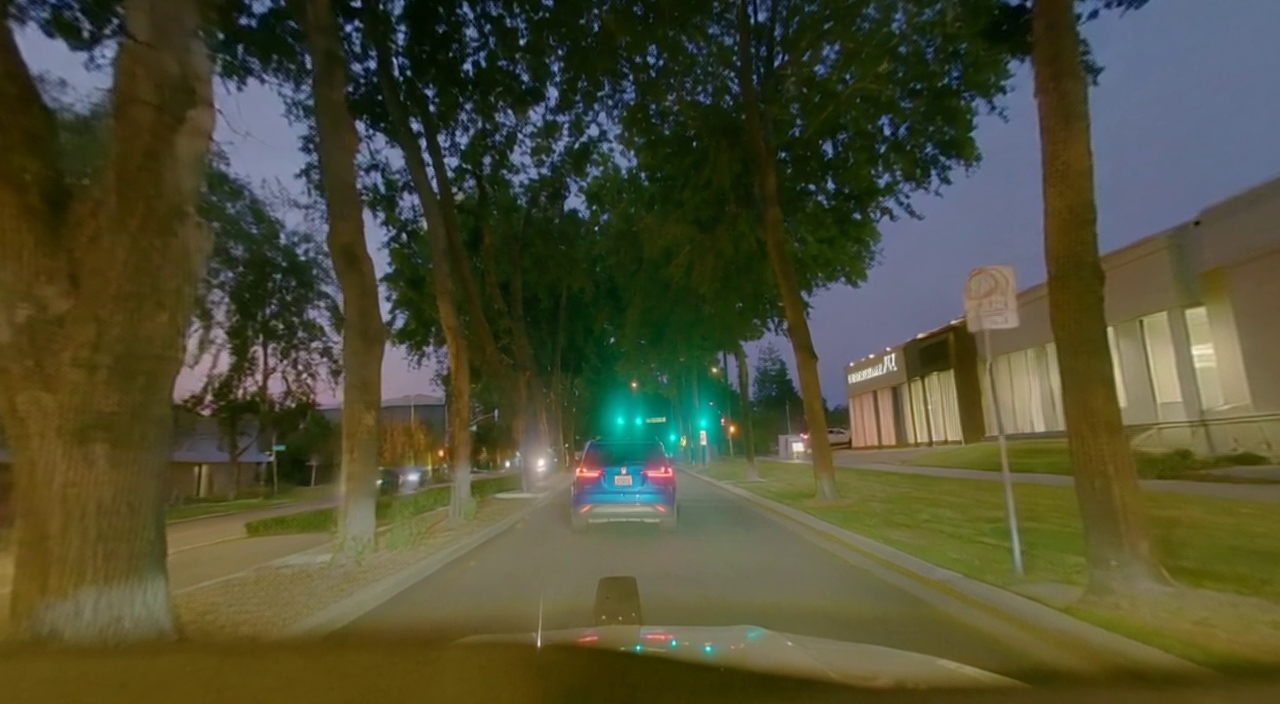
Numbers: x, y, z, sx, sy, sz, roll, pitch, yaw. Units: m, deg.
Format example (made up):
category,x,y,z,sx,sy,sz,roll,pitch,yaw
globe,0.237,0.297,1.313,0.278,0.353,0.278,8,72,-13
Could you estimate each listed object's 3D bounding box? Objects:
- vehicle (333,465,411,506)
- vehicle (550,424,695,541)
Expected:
category,x,y,z,sx,sy,sz,roll,pitch,yaw
vehicle,-12.178,6.069,29.036,1.714,1.578,4.218,0,-9,0
vehicle,-0.274,2.228,11.344,2.136,1.703,3.910,0,-9,-1
